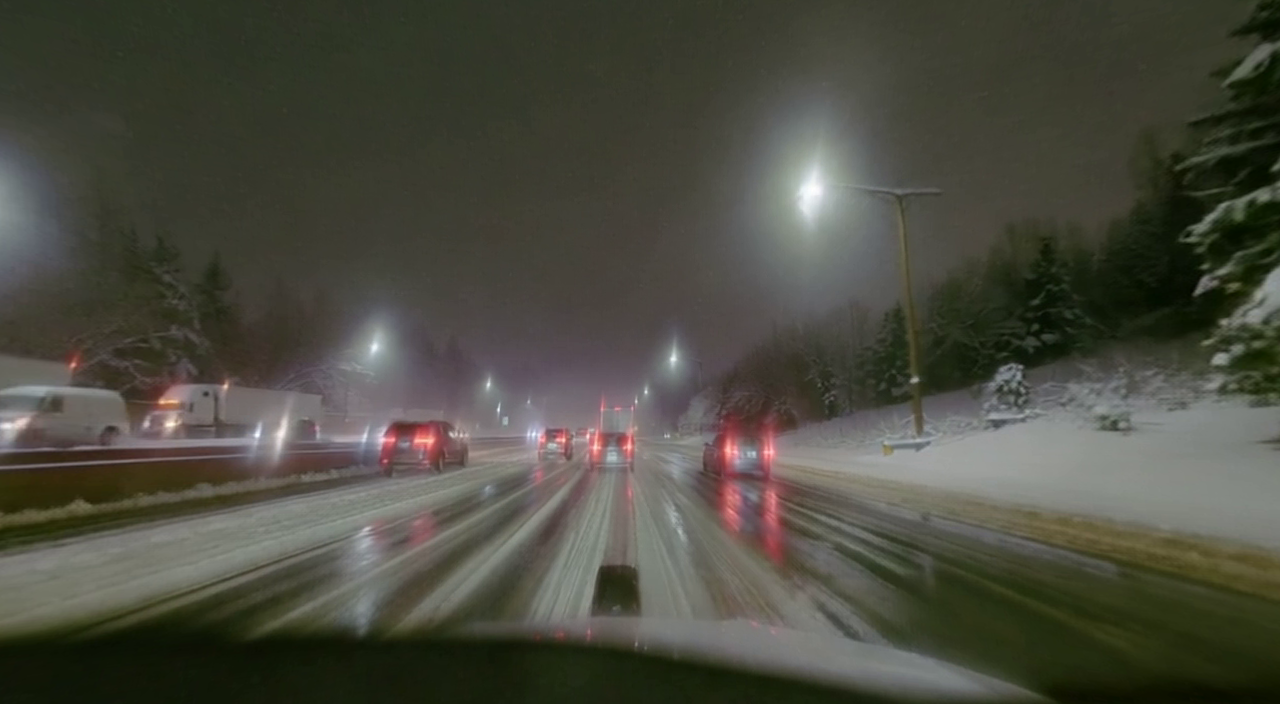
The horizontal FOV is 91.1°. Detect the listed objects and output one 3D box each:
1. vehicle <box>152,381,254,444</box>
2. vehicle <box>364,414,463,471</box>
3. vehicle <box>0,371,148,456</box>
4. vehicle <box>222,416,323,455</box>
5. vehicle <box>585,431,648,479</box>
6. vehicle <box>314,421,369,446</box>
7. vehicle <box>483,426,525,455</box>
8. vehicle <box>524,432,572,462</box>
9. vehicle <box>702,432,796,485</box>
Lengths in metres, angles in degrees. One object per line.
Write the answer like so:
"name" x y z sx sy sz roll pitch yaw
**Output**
"vehicle" -28.722 4.099 41.645 2.908 3.868 5.411 0 -8 -3
"vehicle" -8.530 3.455 24.212 2.158 1.943 4.662 0 -8 -1
"vehicle" -19.342 2.083 20.508 2.297 2.410 5.389 0 -8 -2
"vehicle" -15.707 3.610 27.171 1.977 1.542 4.157 0 -8 -3
"vehicle" -0.796 3.451 21.478 1.980 1.478 3.758 0 -8 -2
"vehicle" -20.395 5.594 43.100 1.831 1.575 4.218 0 -8 -3
"vehicle" -9.266 6.072 43.125 1.992 1.838 4.493 0 -8 -2
"vehicle" -4.832 5.051 33.596 2.046 1.493 4.384 0 -8 -2
"vehicle" 3.337 3.328 20.127 1.981 1.474 4.396 0 -8 -3
